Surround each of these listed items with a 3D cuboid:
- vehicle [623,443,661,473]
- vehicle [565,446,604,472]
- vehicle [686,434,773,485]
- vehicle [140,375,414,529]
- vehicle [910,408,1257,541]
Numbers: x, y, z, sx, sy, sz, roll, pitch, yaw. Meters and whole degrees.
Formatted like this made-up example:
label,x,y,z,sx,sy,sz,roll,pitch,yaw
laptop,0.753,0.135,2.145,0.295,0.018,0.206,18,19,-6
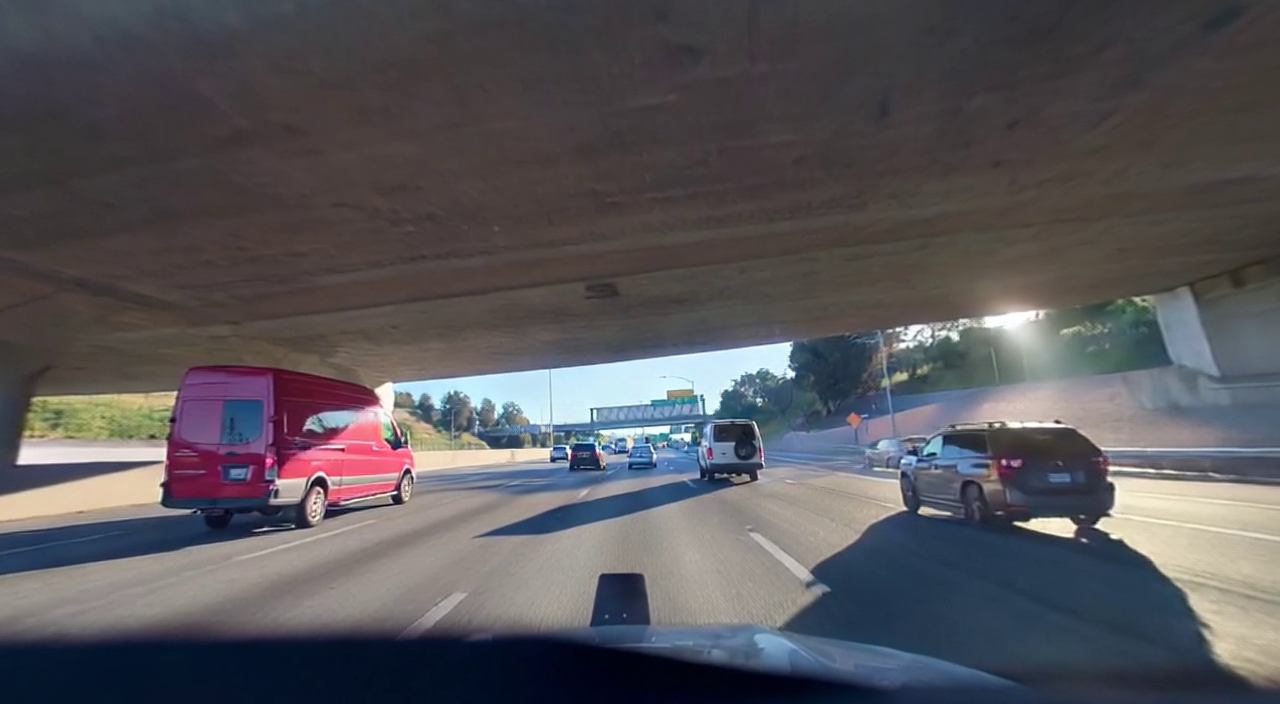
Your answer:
label,x,y,z,sx,sy,sz,roll,pitch,yaw
vehicle,0.104,6.147,36.814,2.115,1.617,4.102,0,-8,0
vehicle,-3.387,6.601,39.249,1.970,1.483,4.071,0,-8,1
vehicle,3.574,4.485,26.663,2.777,1.895,5.710,0,-9,0
vehicle,-7.590,2.231,14.444,2.336,2.708,6.421,0,-8,1
vehicle,7.467,2.149,11.765,2.304,1.840,5.706,0,-8,0
